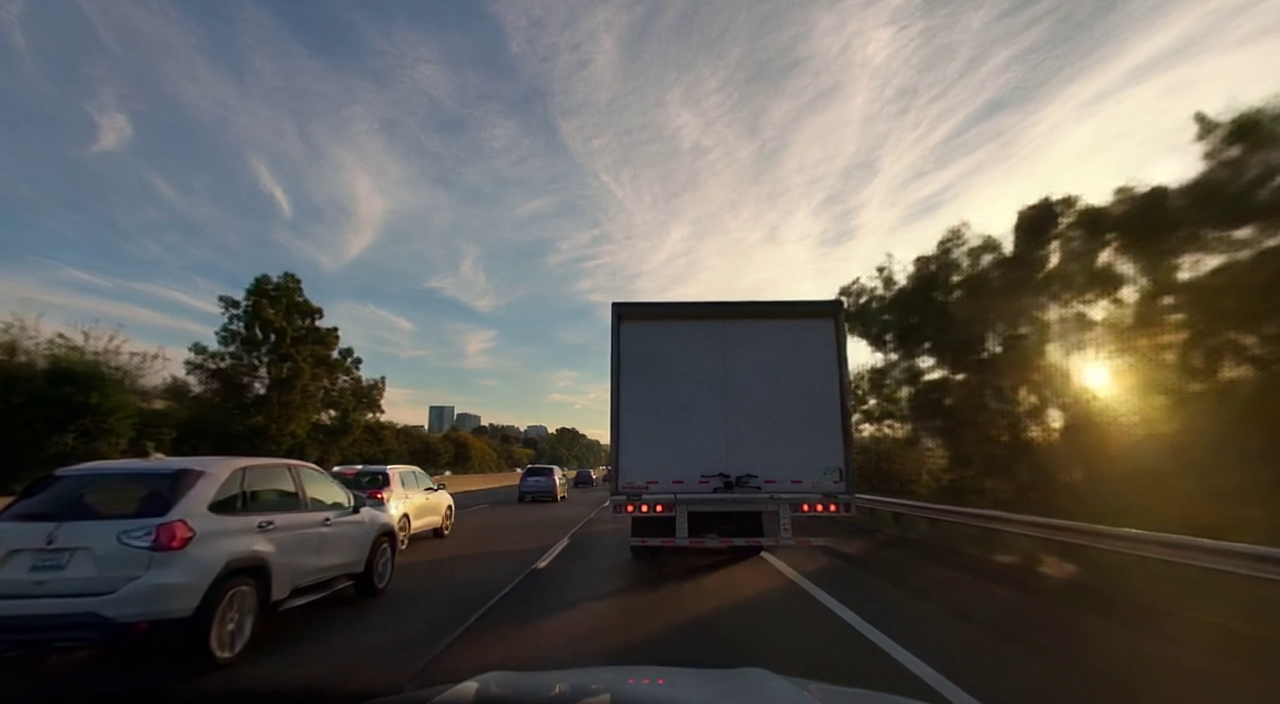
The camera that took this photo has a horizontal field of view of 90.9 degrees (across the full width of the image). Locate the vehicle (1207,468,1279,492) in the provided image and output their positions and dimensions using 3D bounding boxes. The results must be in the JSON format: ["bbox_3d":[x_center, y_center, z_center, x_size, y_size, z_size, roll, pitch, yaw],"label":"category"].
[{"bbox_3d":[40.582,8.500,41.941,3.974,1.485,1.709,1,-11,-1],"label":"vehicle"}]

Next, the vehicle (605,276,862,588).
[{"bbox_3d":[0.944,1.646,11.514,2.831,3.529,8.689,1,-11,-1],"label":"vehicle"}]

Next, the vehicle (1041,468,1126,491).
[{"bbox_3d":[30.196,8.677,43.046,4.299,1.465,1.807,-2,-11,15],"label":"vehicle"}]

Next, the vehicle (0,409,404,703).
[{"bbox_3d":[-3.501,1.293,4.158,1.983,1.509,4.679,0,-11,1],"label":"vehicle"}]

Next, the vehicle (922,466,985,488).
[{"bbox_3d":[23.566,9.377,47.352,4.107,1.485,1.796,-5,-12,28],"label":"vehicle"}]

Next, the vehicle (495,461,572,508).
[{"bbox_3d":[-3.754,4.801,23.065,1.964,1.482,4.371,0,-11,1],"label":"vehicle"}]

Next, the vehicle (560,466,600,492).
[{"bbox_3d":[-3.477,7.484,37.278,1.867,1.418,3.670,0,-11,2],"label":"vehicle"}]
